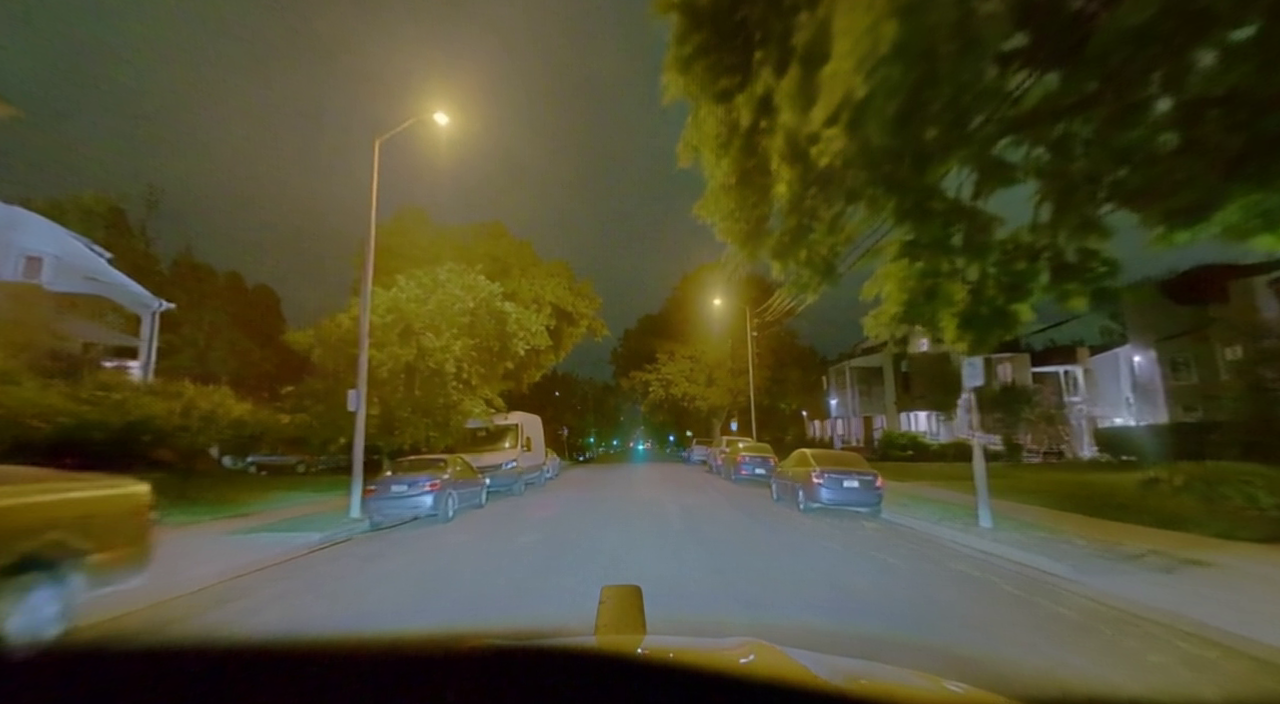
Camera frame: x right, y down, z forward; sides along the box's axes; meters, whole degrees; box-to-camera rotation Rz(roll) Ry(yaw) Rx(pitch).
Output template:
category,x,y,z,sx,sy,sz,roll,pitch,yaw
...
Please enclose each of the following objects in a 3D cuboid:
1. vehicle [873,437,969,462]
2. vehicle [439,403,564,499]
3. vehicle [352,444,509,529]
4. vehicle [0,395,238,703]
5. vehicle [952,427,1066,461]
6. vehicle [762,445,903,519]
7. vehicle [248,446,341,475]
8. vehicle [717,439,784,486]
category,x,y,z,sx,sy,sz,roll,pitch,yaw
vehicle,16.614,5.785,37.334,4.700,1.440,2.058,0,-8,3
vehicle,-4.388,3.278,21.097,2.470,2.613,5.989,-4,-8,4
vehicle,-4.746,3.056,15.083,2.023,1.568,4.942,-3,-8,1
vehicle,-4.667,1.087,2.864,2.154,1.796,5.294,-2,-8,0
vehicle,22.020,5.516,37.635,5.271,1.913,2.466,0,-8,1
vehicle,4.196,2.864,14.458,1.846,1.351,4.272,2,-8,-1
vehicle,-19.246,6.052,35.102,4.126,1.545,1.830,0,-8,1
vehicle,4.145,4.178,24.211,1.839,1.520,4.498,3,-8,1
